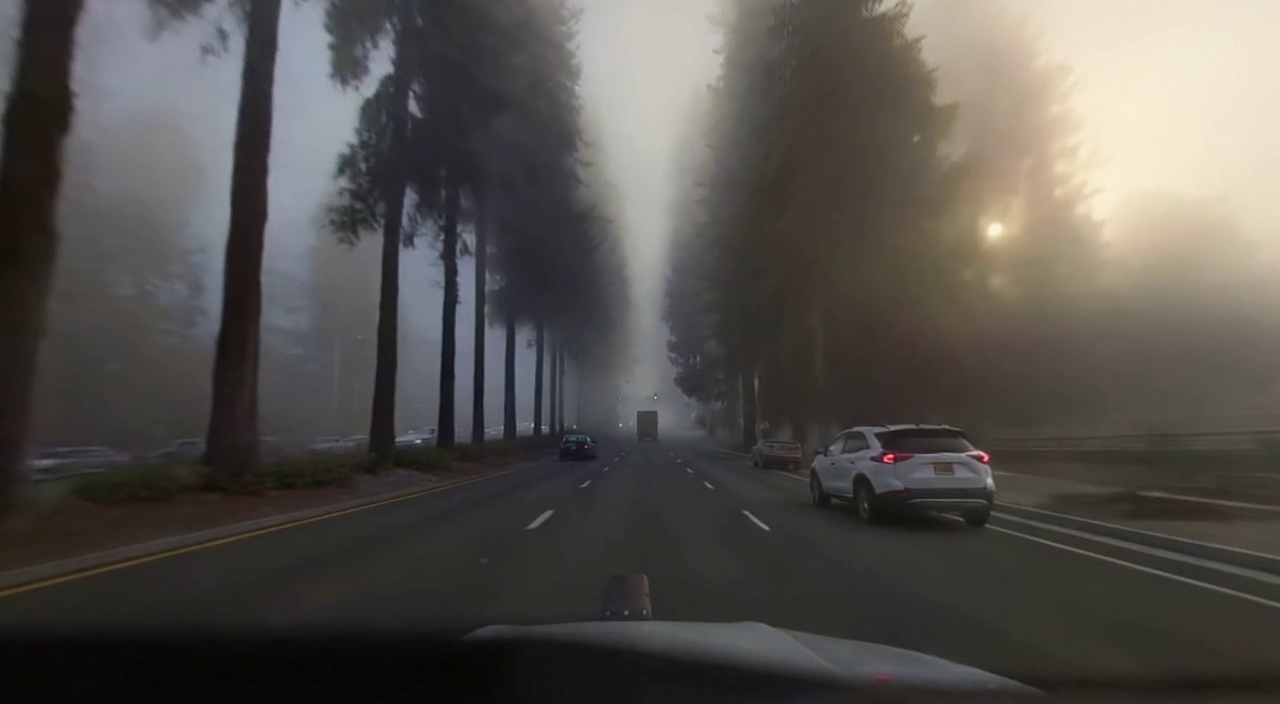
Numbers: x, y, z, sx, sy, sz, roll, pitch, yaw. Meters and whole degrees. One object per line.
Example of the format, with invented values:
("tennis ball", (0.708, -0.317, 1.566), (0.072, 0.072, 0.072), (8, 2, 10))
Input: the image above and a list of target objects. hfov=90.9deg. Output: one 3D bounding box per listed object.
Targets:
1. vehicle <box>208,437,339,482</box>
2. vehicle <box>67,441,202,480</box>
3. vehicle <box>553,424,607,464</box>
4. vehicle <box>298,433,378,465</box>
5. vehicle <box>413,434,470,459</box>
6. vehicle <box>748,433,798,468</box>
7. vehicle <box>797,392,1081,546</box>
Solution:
("vehicle", (-13.154, 3.875, 23.004), (1.897, 1.472, 4.592), (0, -8, 2))
("vehicle", (-20.587, 4.421, 25.972), (1.906, 1.470, 4.369), (0, -8, 0))
("vehicle", (-3.132, 4.946, 33.795), (2.255, 1.940, 4.822), (0, -8, 2))
("vehicle", (-16.714, 5.408, 35.223), (2.059, 1.688, 4.657), (0, -8, 1))
("vehicle", (-12.586, 6.033, 40.253), (2.053, 1.496, 4.569), (0, -8, 2))
("vehicle", (7.165, 5.367, 34.361), (2.280, 1.757, 4.572), (-1, -9, 7))
("vehicle", (4.696, 1.985, 11.380), (2.381, 2.008, 5.971), (0, -8, 2))
